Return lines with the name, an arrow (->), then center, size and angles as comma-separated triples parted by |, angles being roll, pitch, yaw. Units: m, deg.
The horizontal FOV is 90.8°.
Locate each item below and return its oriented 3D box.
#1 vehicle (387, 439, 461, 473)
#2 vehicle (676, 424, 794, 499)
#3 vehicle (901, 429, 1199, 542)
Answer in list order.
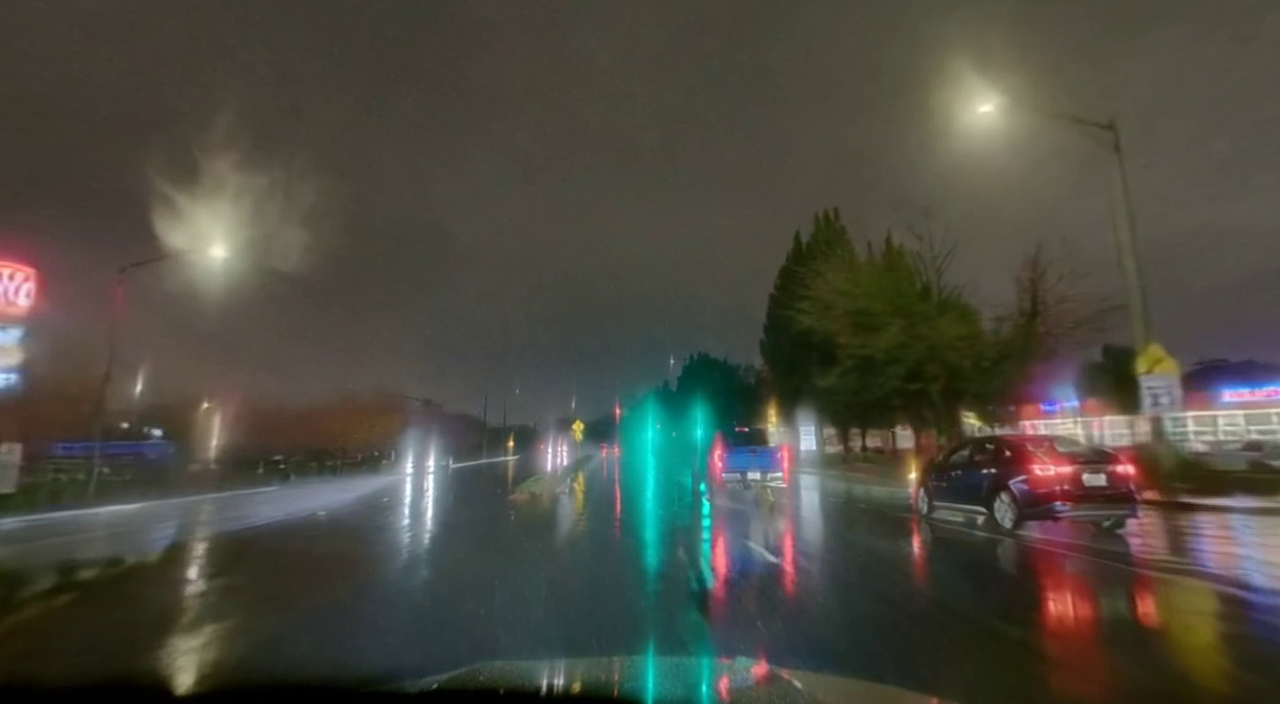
vehicle -> -13.572, 6.588, 40.241 | 2.868, 1.978, 5.632 | 0, -8, -2
vehicle -> 2.383, 2.952, 17.379 | 2.214, 1.749, 4.998 | 1, -9, -3
vehicle -> 6.370, 2.101, 10.598 | 1.986, 1.480, 4.296 | 0, -8, -2
